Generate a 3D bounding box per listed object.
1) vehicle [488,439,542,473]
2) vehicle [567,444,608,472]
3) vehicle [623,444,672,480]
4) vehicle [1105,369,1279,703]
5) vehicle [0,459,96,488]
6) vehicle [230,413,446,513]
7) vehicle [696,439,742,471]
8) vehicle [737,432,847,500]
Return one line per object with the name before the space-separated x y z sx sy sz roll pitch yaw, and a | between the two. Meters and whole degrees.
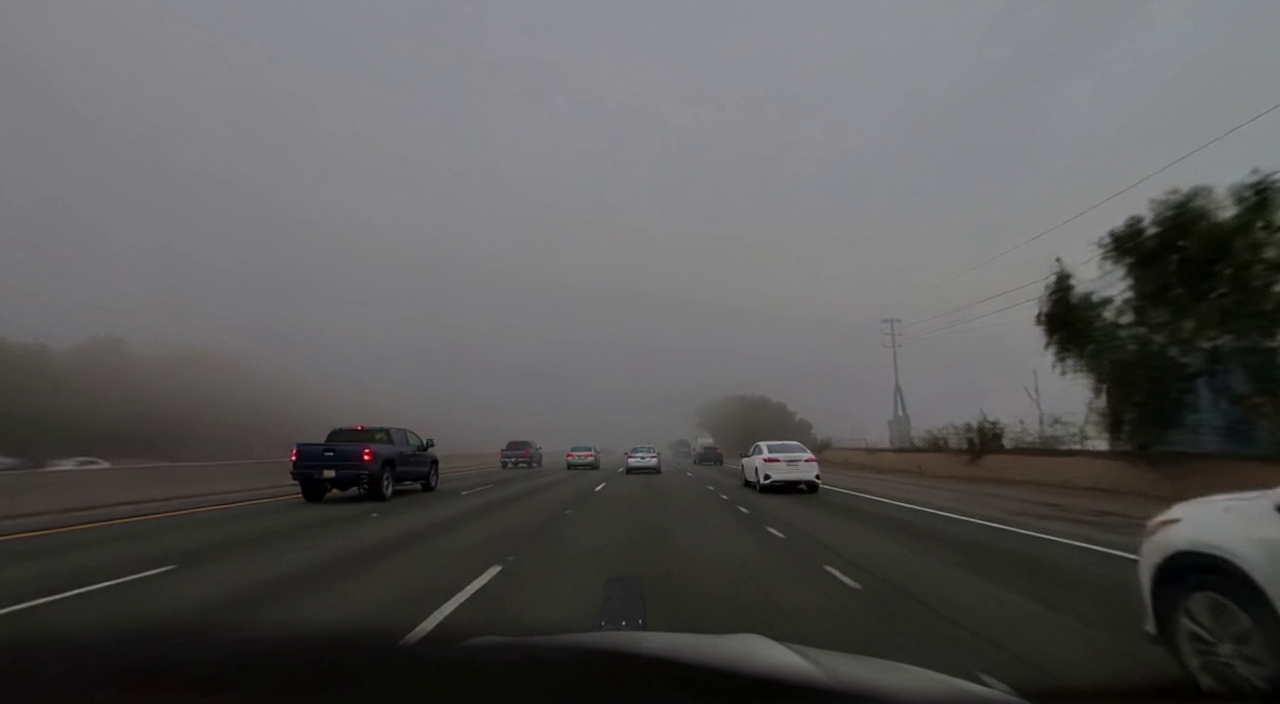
vehicle | -6.655 5.583 34.005 1.978 1.680 4.263 0 -9 1
vehicle | -2.950 6.019 36.103 1.904 1.479 4.274 0 -9 1
vehicle | 0.316 4.714 27.296 1.966 1.444 3.986 0 -9 0
vehicle | 3.615 0.682 1.299 2.051 1.595 4.301 0 -9 1
vehicle | -34.237 6.996 36.586 1.703 1.479 3.957 0 -9 1
vehicle | -6.838 2.618 15.355 2.269 1.936 5.777 0 -9 2
vehicle | 4.623 6.099 37.563 2.195 1.778 4.455 0 -9 1
vehicle | 4.131 3.169 17.930 2.002 1.691 4.290 0 -9 0
